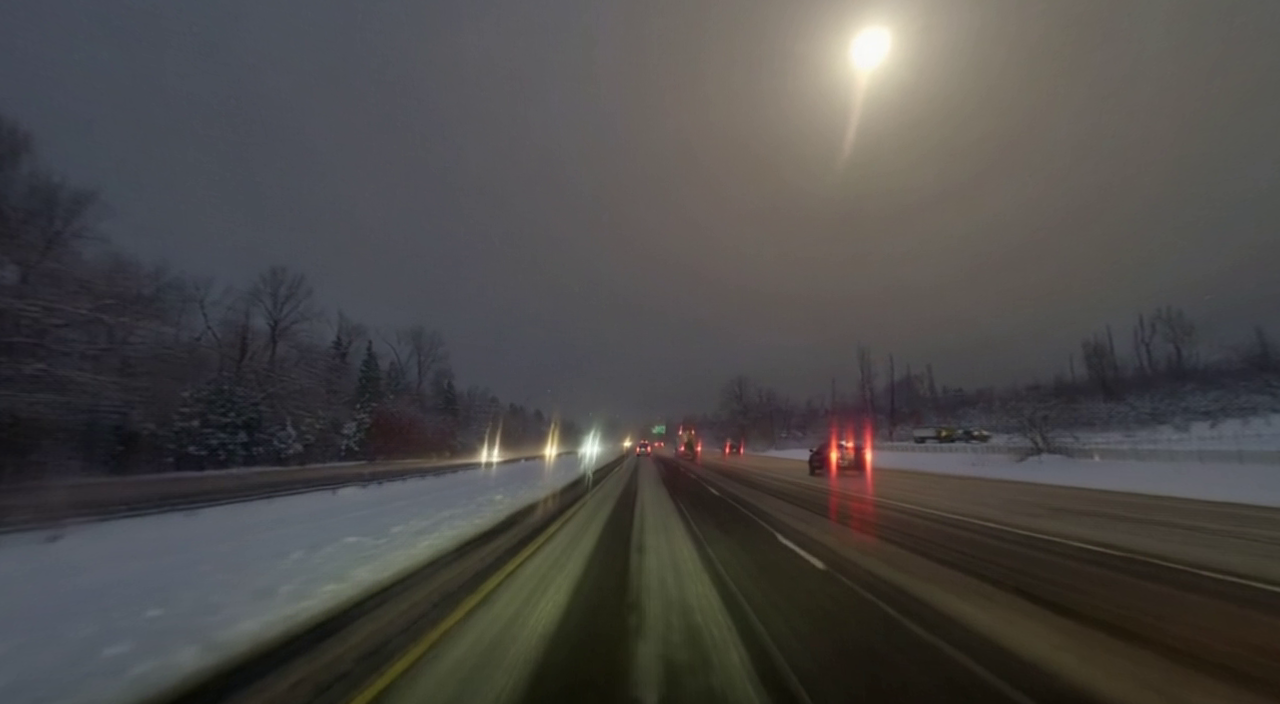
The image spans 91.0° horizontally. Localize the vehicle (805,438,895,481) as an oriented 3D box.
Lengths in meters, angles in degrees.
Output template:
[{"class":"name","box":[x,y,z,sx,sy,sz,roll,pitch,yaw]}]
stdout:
[{"class":"vehicle","box":[8.120,4.183,24.821,1.989,1.526,4.443,0,-9,0]}]
